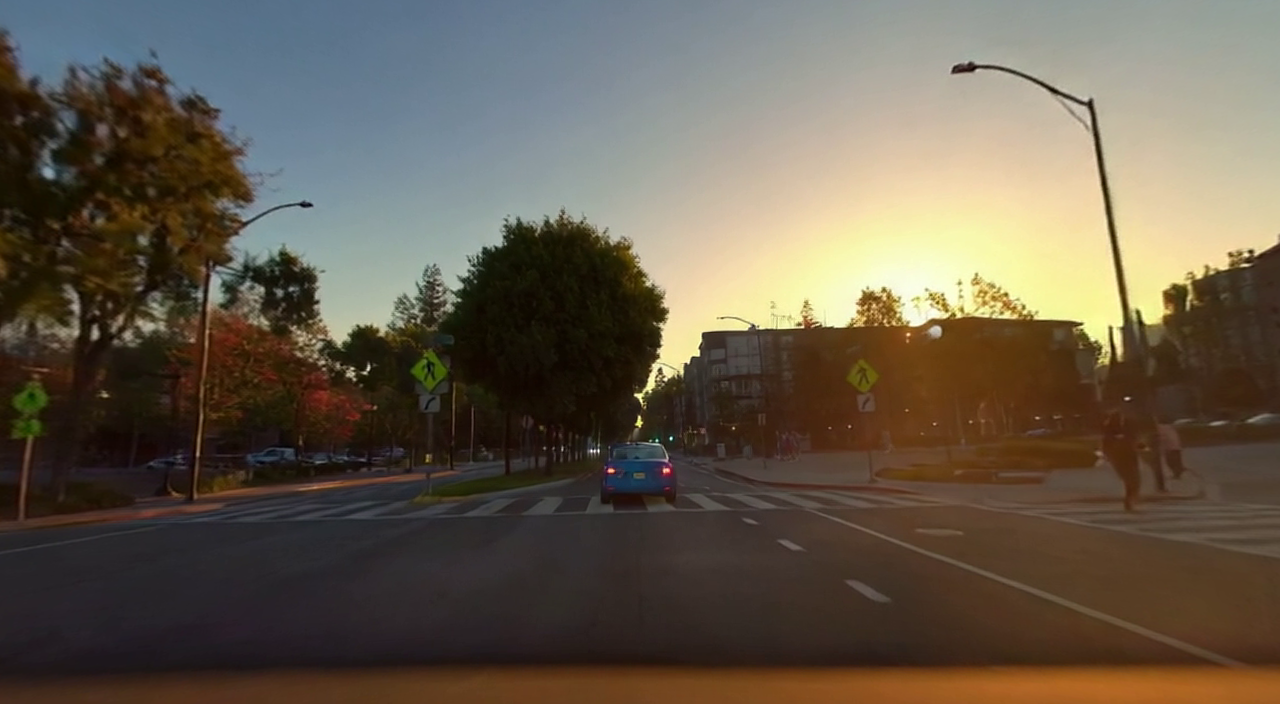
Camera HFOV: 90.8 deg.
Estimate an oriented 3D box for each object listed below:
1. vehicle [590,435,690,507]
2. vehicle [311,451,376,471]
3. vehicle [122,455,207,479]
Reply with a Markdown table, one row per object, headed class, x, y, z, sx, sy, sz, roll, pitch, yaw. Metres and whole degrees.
| class | x | y | z | sx | sy | sz | roll | pitch | yaw |
| --- | --- | --- | --- | --- | --- | --- | --- | --- | --- |
| vehicle | -0.074 | 3.000 | 16.393 | 2.221 | 1.570 | 4.398 | 0 | -9 | -2 |
| vehicle | -23.101 | 8.494 | 49.301 | 4.038 | 1.531 | 2.015 | 1 | -9 | -3 |
| vehicle | -35.670 | 8.607 | 47.466 | 4.466 | 1.619 | 2.319 | -1 | -8 | -1 |
